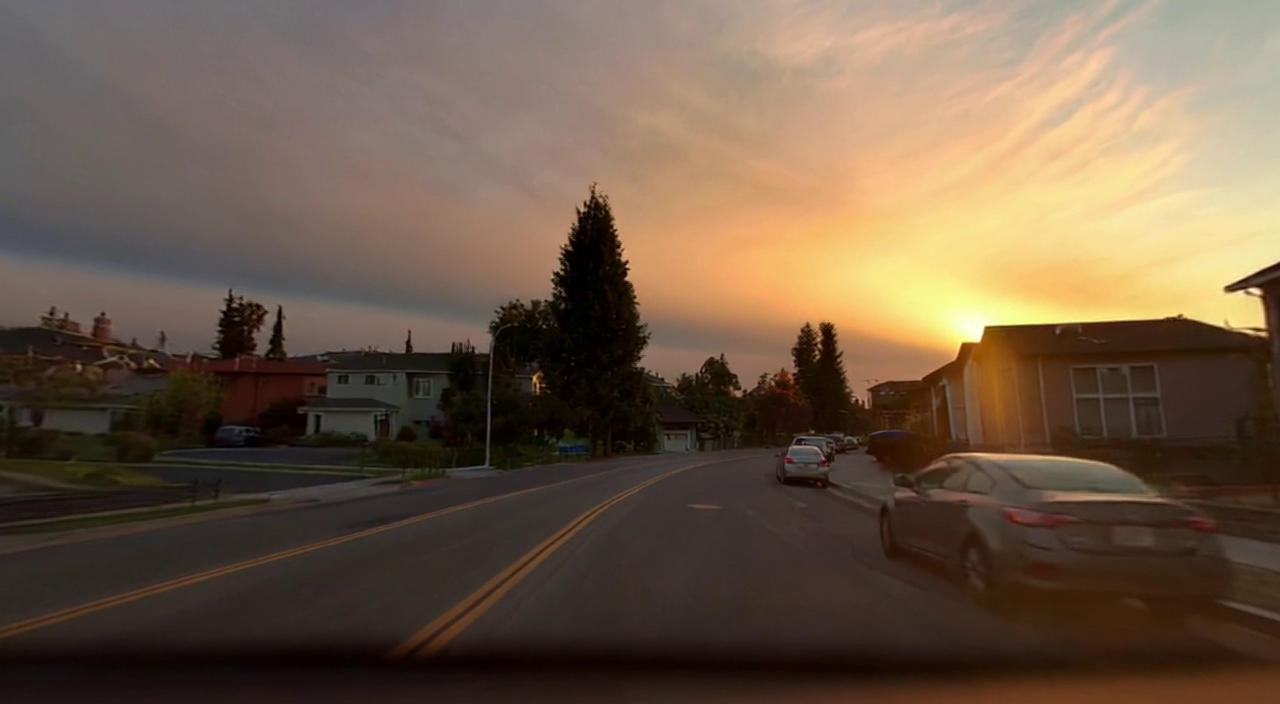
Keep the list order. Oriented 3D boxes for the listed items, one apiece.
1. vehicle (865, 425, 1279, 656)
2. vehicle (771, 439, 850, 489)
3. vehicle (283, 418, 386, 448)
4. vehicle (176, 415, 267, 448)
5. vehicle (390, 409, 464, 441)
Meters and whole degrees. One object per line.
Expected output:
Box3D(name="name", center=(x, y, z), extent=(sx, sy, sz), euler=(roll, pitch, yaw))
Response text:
Box3D(name="vehicle", center=(3.522, 1.475, 5.916), extent=(1.665, 1.425, 3.727), euler=(0, -9, 4))
Box3D(name="vehicle", center=(5.549, 3.695, 21.037), extent=(1.947, 1.479, 3.743), euler=(-1, -9, 6))
Box3D(name="vehicle", center=(-15.826, 4.246, 32.845), extent=(4.407, 1.478, 1.973), euler=(-1, -9, 10))
Box3D(name="vehicle", center=(-24.632, 4.660, 37.367), extent=(1.861, 1.795, 4.302), euler=(0, -6, 12))
Box3D(name="vehicle", center=(-13.638, 4.655, 40.451), extent=(4.054, 1.565, 1.719), euler=(-5, 0, 11))
